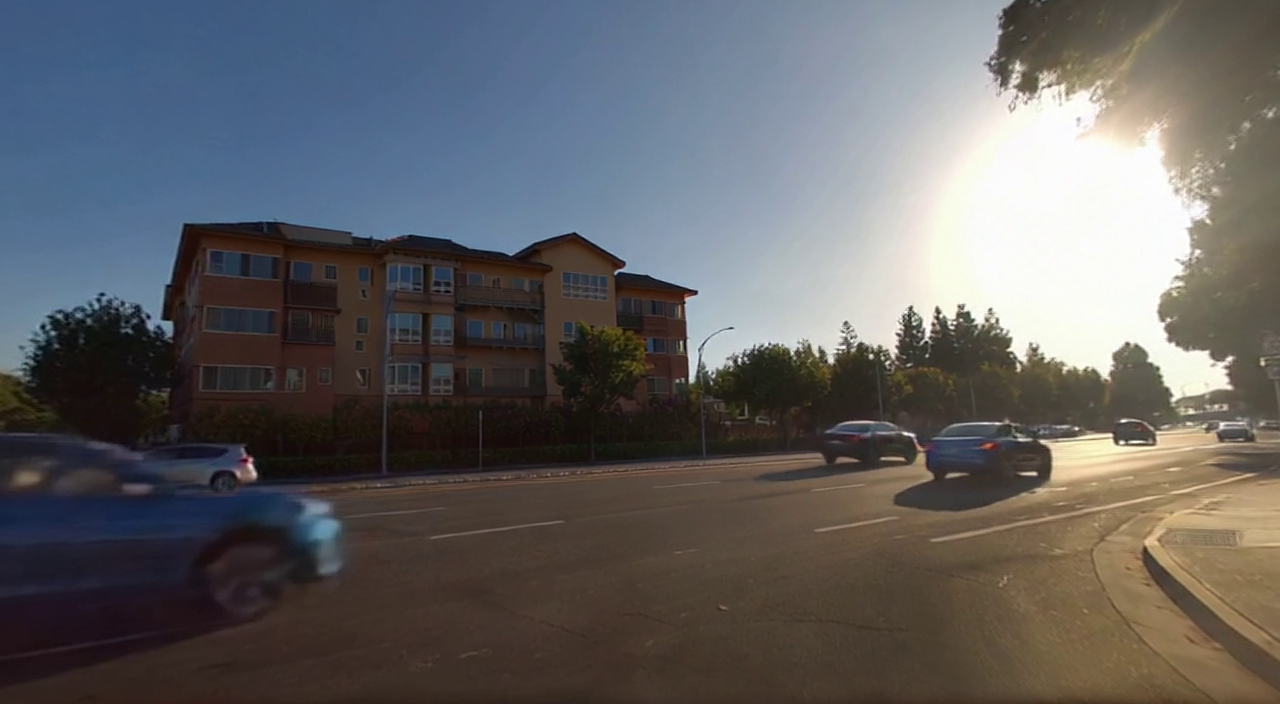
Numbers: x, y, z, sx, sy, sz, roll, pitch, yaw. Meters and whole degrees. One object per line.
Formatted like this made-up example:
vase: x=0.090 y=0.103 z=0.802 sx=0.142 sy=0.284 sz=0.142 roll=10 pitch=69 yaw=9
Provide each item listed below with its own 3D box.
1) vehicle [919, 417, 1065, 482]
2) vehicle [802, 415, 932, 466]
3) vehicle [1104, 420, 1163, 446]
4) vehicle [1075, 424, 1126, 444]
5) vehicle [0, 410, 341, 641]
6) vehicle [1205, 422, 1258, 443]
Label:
vehicle: x=10.156 y=2.782 z=18.068 sx=4.438 sy=1.625 sz=2.033 roll=7 pitch=-11 yaw=-39
vehicle: x=9.670 y=3.754 z=26.646 sx=5.994 sy=1.898 sz=2.264 roll=7 pitch=-11 yaw=-38
vehicle: x=33.486 y=5.543 z=42.705 sx=4.683 sy=1.678 sz=1.981 roll=7 pitch=-11 yaw=-38
vehicle: x=35.560 y=6.353 z=48.600 sx=4.691 sy=1.478 sz=1.908 roll=7 pitch=-11 yaw=-39
vehicle: x=-5.472 y=1.375 z=5.385 sx=4.783 sy=1.652 sz=2.199 roll=7 pitch=-11 yaw=-40
vehicle: x=41.739 y=5.702 z=44.446 sx=4.521 sy=1.433 sz=1.943 roll=7 pitch=-11 yaw=-39
